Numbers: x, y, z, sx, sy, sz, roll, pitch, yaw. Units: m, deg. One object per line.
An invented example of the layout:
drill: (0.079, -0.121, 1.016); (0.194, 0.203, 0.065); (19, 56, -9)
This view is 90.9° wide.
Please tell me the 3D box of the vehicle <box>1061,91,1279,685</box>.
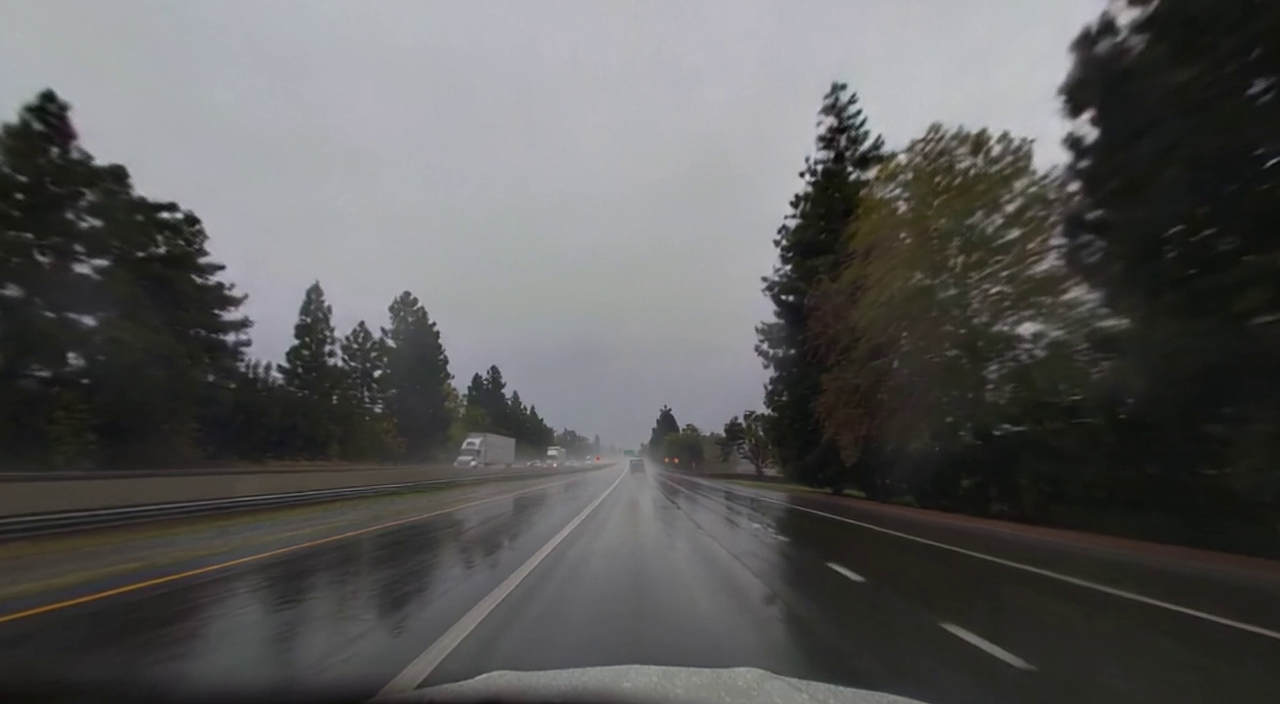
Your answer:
vehicle: (5.143, 0.289, 4.446); (1.837, 3.859, 3.230); (0, -10, 1)
